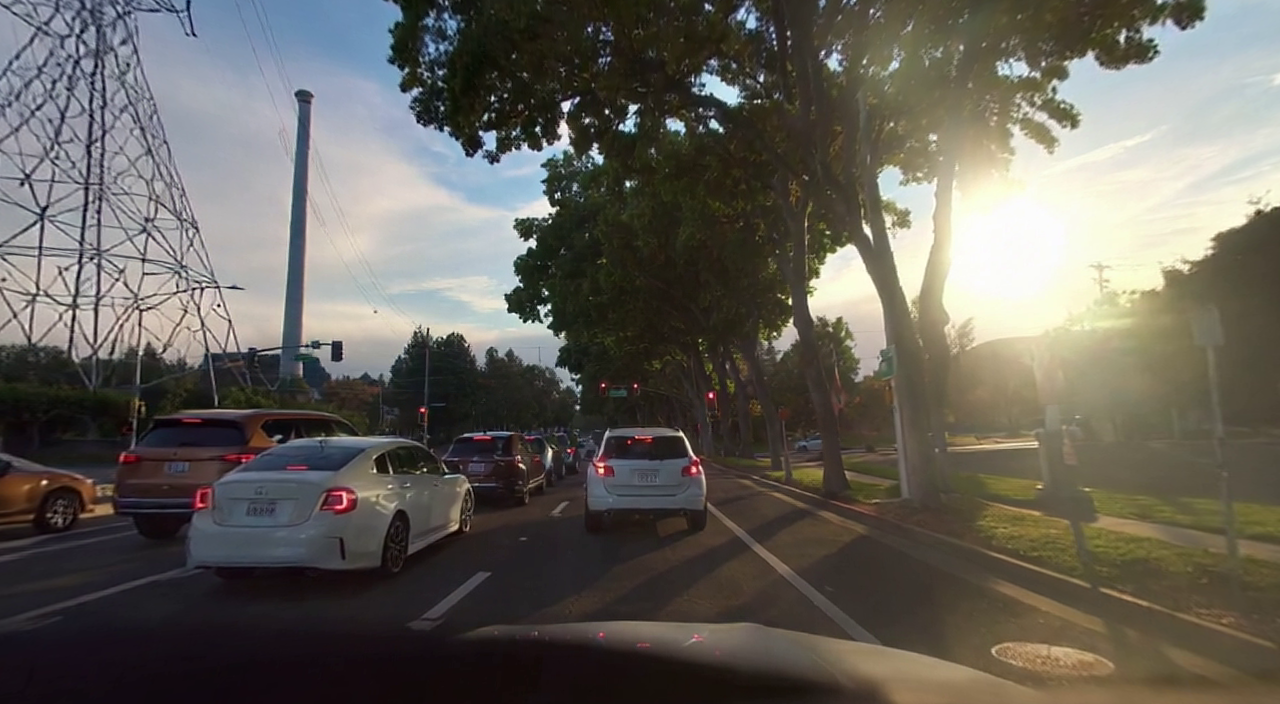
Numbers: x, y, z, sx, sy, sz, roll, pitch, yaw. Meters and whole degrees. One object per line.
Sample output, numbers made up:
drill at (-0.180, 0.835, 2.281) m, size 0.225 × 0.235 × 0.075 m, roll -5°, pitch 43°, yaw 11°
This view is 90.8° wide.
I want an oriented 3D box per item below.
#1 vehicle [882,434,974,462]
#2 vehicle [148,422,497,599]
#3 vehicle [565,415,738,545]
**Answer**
vehicle at (15.077, 5.036, 33.171) m, size 3.858 × 1.437 × 1.899 m, roll 1°, pitch -8°, yaw -5°
vehicle at (-3.181, 1.663, 7.610) m, size 1.973 × 1.469 × 4.448 m, roll 0°, pitch -8°, yaw -1°
vehicle at (0.092, 1.966, 10.359) m, size 2.239 × 1.661 × 4.224 m, roll 0°, pitch -8°, yaw -2°
